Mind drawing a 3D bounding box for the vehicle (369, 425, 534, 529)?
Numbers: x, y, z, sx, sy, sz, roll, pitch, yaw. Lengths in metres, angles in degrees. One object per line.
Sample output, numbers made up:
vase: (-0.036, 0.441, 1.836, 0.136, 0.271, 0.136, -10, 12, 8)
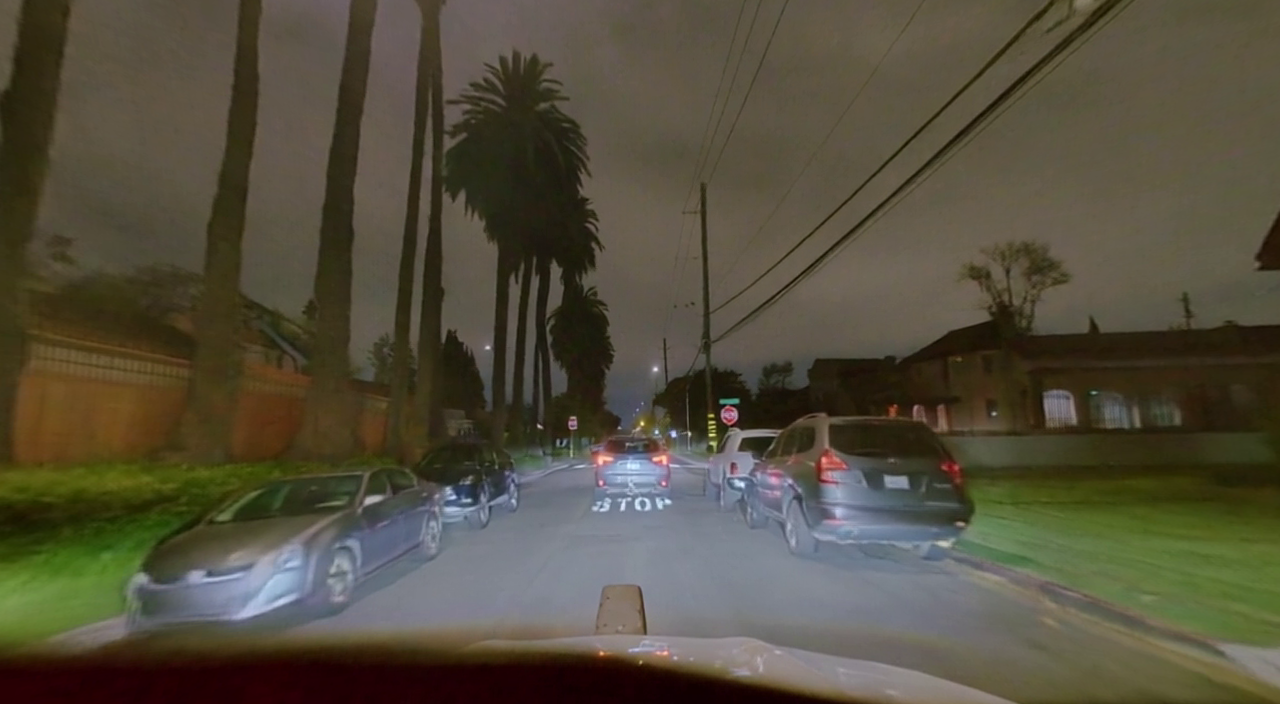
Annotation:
vehicle: (-3.387, 2.324, 12.241, 1.965, 1.657, 4.104, 0, -8, -1)

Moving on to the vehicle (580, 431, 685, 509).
vehicle: (-0.164, 2.578, 14.188, 2.010, 1.499, 4.107, 0, -8, 0)

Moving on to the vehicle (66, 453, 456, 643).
vehicle: (-3.347, 1.749, 6.562, 1.728, 1.305, 3.805, 0, -8, -1)

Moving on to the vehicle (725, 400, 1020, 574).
vehicle: (2.543, 1.644, 8.473, 2.136, 1.650, 4.837, 0, -8, 0)
